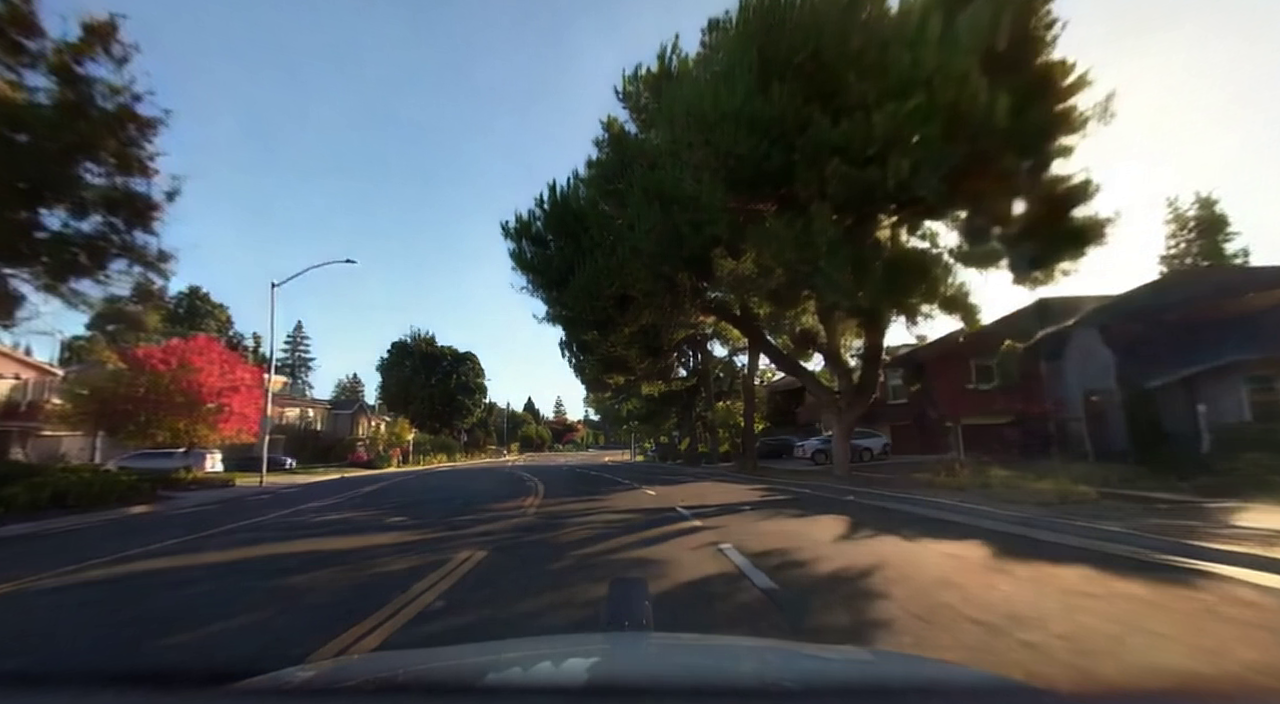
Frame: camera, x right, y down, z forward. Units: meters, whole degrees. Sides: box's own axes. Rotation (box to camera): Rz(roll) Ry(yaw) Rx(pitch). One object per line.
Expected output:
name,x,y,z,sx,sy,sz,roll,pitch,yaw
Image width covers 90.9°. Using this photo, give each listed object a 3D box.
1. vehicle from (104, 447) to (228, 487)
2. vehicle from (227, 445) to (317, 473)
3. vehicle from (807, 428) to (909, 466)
vehicle,-21.619,5.224,28.914,3.899,1.729,2.064,1,-8,-9
vehicle,-25.592,7.465,44.056,4.879,1.854,2.265,2,-9,-15
vehicle,11.669,5.122,34.041,4.693,1.764,2.265,-3,-8,6
